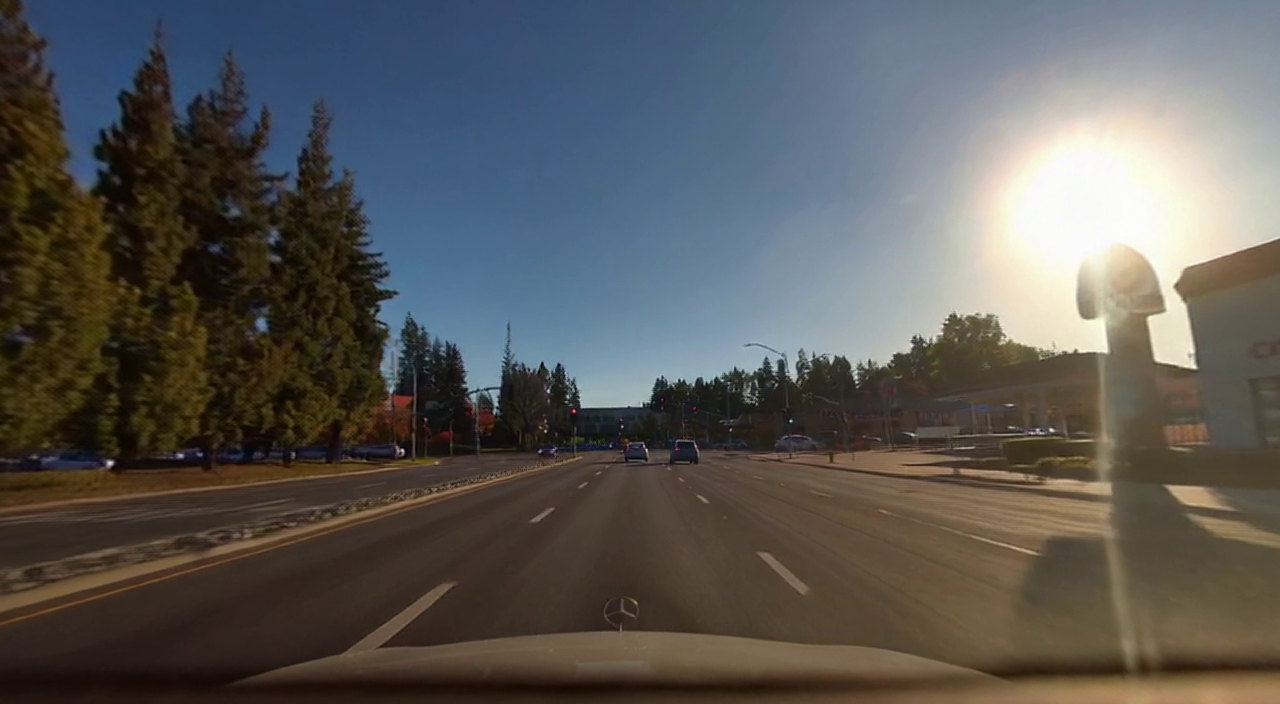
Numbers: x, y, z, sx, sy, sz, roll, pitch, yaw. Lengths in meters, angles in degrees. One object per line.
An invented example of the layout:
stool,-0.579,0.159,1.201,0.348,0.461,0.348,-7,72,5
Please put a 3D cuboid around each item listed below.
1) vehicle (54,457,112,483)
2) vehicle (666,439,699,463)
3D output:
vehicle,-34.327,7.204,38.865,4.381,1.430,1.899,-7,-11,40
vehicle,3.205,7.575,48.331,2.103,1.726,4.385,0,-9,-1
